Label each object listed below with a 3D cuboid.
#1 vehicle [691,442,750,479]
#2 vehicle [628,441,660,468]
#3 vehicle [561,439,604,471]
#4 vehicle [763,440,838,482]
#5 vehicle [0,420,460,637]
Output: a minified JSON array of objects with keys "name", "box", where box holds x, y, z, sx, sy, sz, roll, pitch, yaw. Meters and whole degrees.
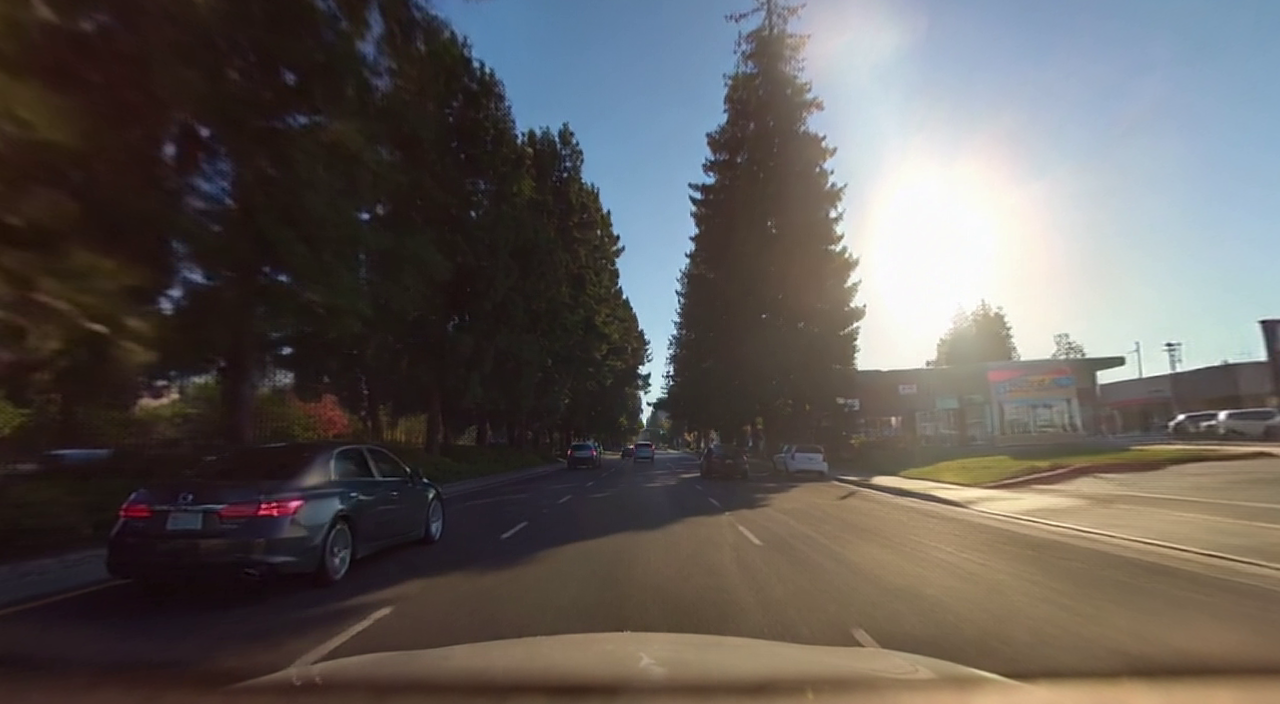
[{"name":"vehicle","box":[3.447,4.754,27.863,2.010,1.486,4.498,0,-8,0]},{"name":"vehicle","box":[0.259,6.463,39.788,1.922,1.579,3.642,0,-8,0]},{"name":"vehicle","box":[-3.376,6.125,37.643,2.051,1.747,4.370,0,-8,1]},{"name":"vehicle","box":[6.537,4.485,26.243,1.983,1.599,4.243,0,-8,0]},{"name":"vehicle","box":[-3.853,1.644,7.145,1.988,1.530,5.155,0,-8,1]}]
